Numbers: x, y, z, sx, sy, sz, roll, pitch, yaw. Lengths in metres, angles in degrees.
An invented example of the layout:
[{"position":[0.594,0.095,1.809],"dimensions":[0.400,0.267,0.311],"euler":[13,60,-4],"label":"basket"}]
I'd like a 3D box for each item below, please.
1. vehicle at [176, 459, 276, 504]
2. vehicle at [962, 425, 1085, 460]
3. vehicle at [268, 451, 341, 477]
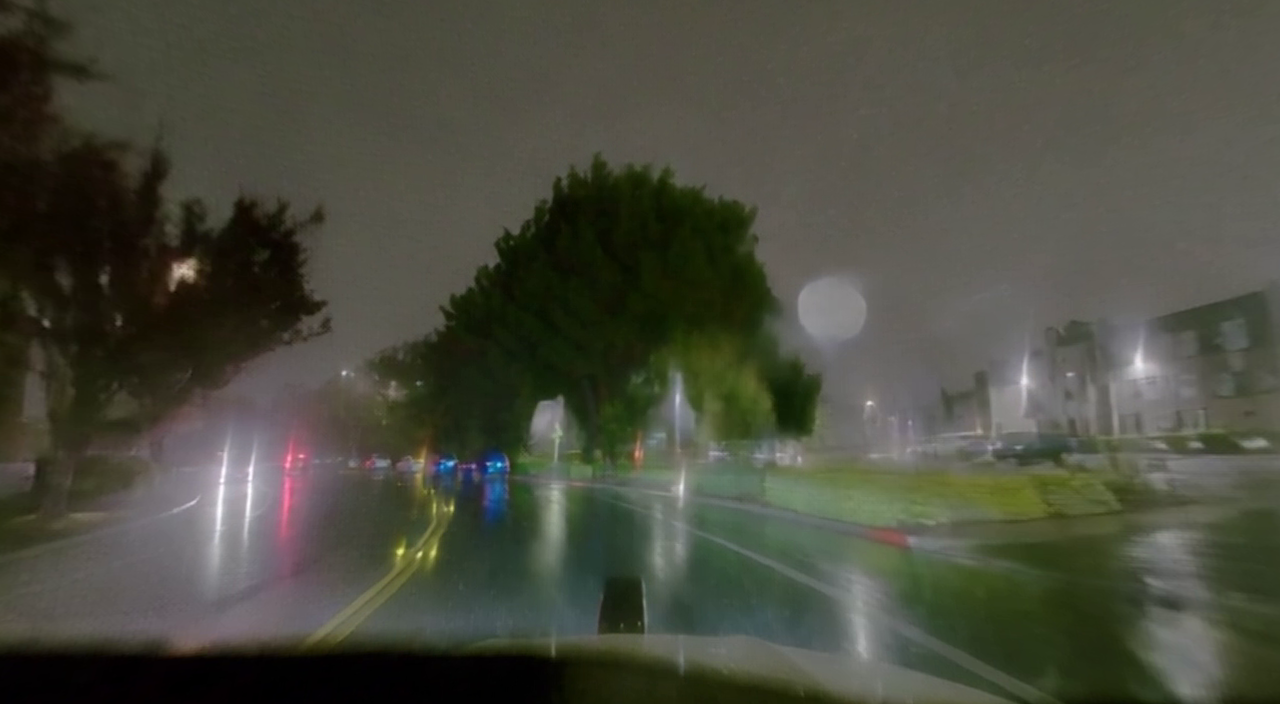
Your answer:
[{"position":[-15.707,4.842,24.224],"dimensions":[2.772,1.161,7.241],"euler":[1,-8,-32],"label":"vehicle"},{"position":[17.491,4.174,29.036],"dimensions":[4.462,1.474,1.765],"euler":[-3,-9,18],"label":"vehicle"},{"position":[-25.670,8.510,48.309],"dimensions":[5.202,1.817,2.042],"euler":[-4,-9,25],"label":"vehicle"}]
